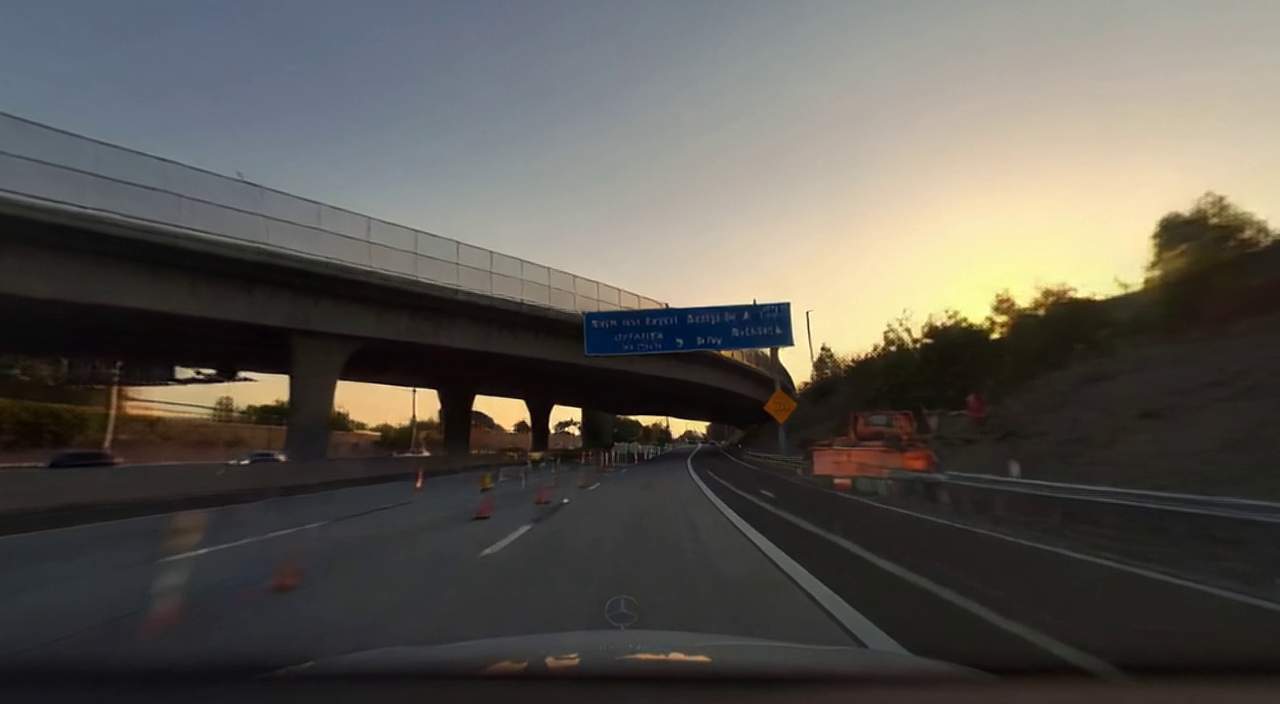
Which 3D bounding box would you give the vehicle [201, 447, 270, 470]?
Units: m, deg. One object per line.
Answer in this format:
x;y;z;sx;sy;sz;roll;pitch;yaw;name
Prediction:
-29.377;7.727;45.845;1.955;1.558;4.353;-1;-9;3;vehicle

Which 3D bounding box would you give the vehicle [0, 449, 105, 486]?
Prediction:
-26.588;5.021;27.802;1.886;1.486;4.484;-1;-9;2;vehicle
